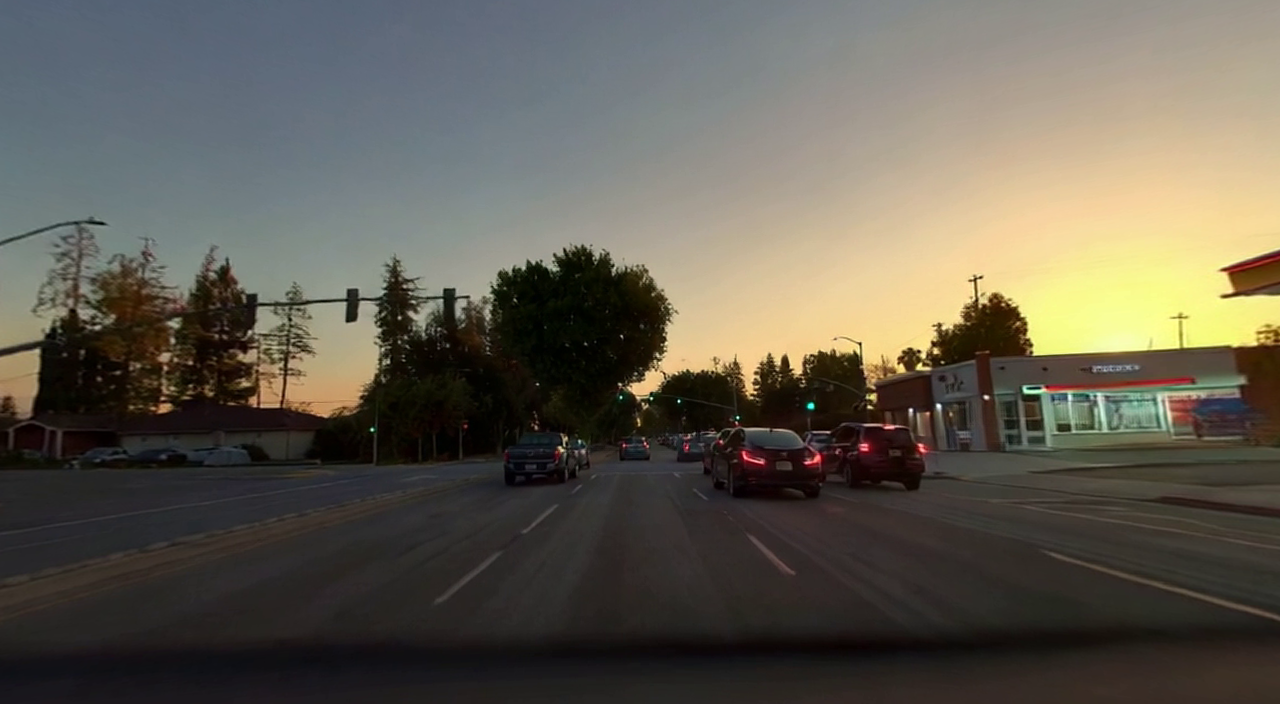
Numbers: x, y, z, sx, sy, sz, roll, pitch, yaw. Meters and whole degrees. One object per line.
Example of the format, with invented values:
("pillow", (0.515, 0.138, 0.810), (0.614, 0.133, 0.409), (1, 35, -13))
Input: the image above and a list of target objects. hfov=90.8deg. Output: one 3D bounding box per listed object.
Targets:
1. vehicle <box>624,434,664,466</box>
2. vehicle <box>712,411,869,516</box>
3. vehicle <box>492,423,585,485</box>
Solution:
("vehicle", (0.191, 5.558, 35.890), (2.131, 1.665, 3.926), (0, -8, -2))
("vehicle", (2.881, 2.286, 13.382), (2.140, 1.800, 4.660), (0, -8, 0))
("vehicle", (-3.214, 3.363, 21.070), (2.261, 1.820, 4.255), (0, -8, 2))
